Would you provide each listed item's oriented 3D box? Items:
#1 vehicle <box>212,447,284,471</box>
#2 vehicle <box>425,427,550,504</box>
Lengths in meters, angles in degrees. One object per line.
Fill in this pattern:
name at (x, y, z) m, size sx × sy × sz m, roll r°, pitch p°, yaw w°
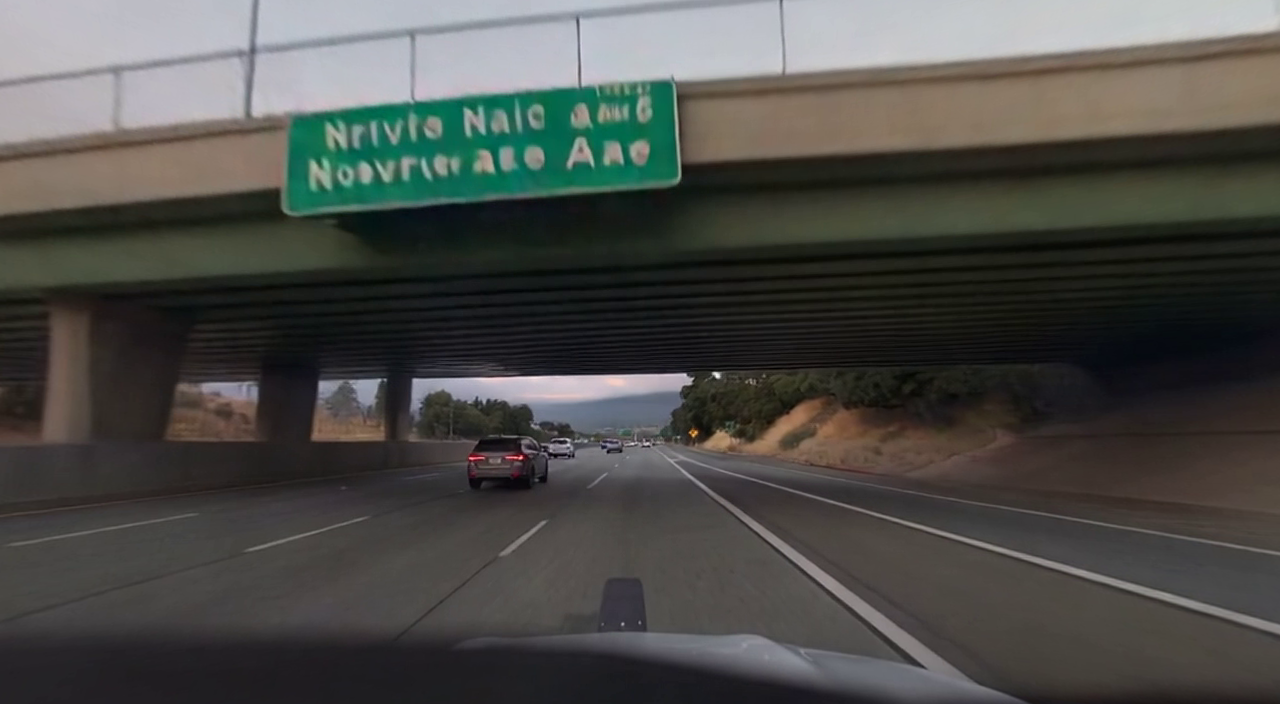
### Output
vehicle at (-25.319, 6.909, 40.734) m, size 1.825 × 1.430 × 4.256 m, roll 0°, pitch -8°, yaw 2°
vehicle at (-3.710, 2.860, 16.234) m, size 2.048 × 1.705 × 4.384 m, roll 0°, pitch -8°, yaw 1°
